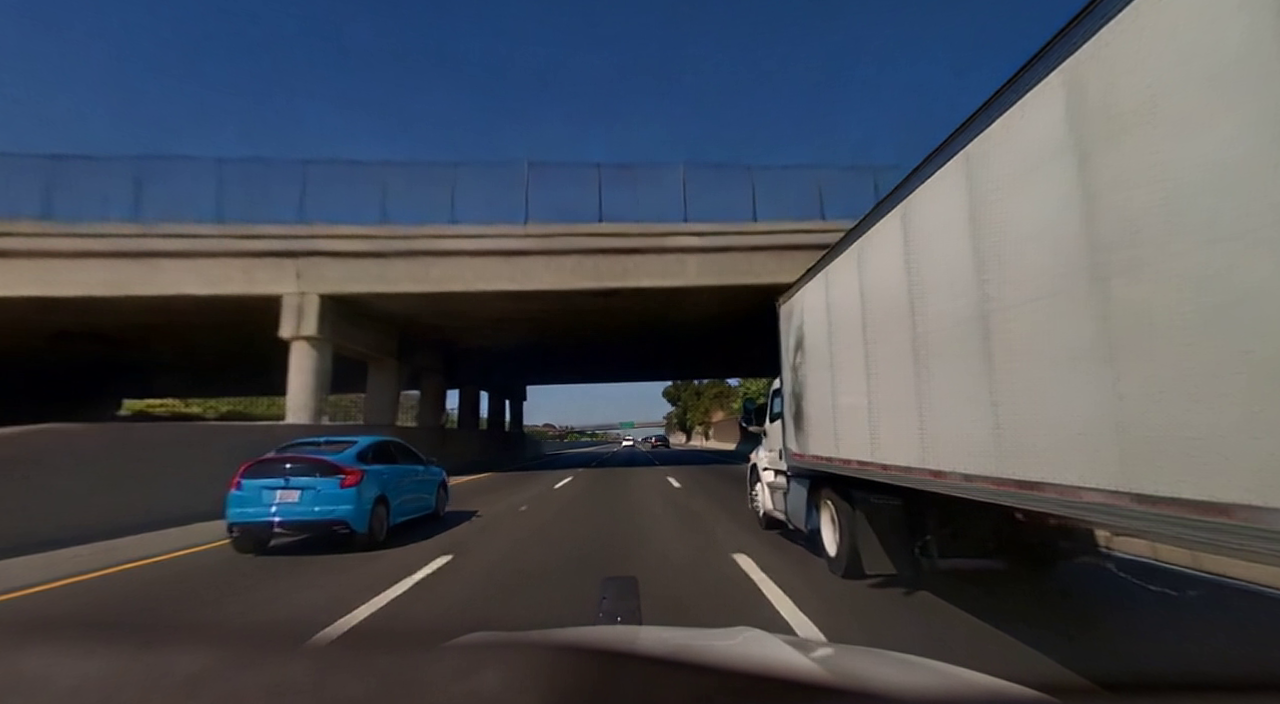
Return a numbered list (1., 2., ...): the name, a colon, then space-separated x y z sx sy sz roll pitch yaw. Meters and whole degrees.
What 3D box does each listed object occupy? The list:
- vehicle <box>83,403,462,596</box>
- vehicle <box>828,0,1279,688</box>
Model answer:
1. vehicle: -3.830 1.582 7.755 2.063 1.661 4.439 0 -8 -1
2. vehicle: 4.061 -0.689 1.743 2.850 3.894 13.987 0 -7 0
